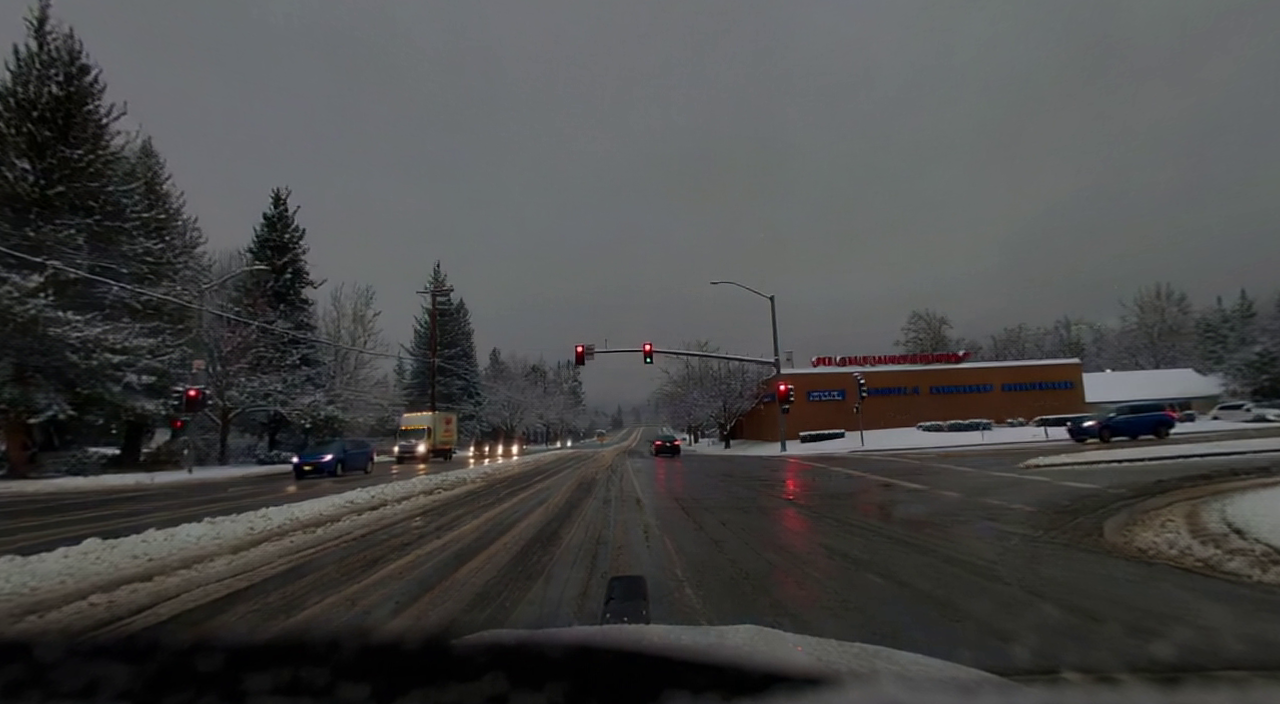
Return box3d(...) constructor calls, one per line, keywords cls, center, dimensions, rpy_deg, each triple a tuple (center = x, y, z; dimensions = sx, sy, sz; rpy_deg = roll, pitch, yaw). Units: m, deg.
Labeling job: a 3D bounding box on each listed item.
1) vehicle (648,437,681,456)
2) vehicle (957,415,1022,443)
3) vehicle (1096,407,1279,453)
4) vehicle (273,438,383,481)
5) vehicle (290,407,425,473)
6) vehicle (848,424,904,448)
box3d(cls="vehicle", center=(1.854, 7.395, 49.334), dimensions=(1.884, 1.419, 4.448), rpy_deg=(1, -9, -7))
box3d(cls="vehicle", center=(23.251, 5.205, 42.084), dimensions=(1.930, 1.761, 3.911), rpy_deg=(0, -8, -2))
box3d(cls="vehicle", center=(18.102, 2.578, 20.577), dimensions=(4.994, 1.416, 1.783), rpy_deg=(0, -8, 1))
box3d(cls="vehicle", center=(-11.938, 4.138, 24.529), dimensions=(1.996, 1.489, 4.566), rpy_deg=(0, -8, -1))
box3d(cls="vehicle", center=(-16.662, 5.434, 38.568), dimensions=(3.161, 3.455, 11.058), rpy_deg=(0, -8, 0))
box3d(cls="vehicle", center=(17.367, 6.227, 46.524), dimensions=(3.329, 1.415, 1.821), rpy_deg=(-6, -9, 2))
